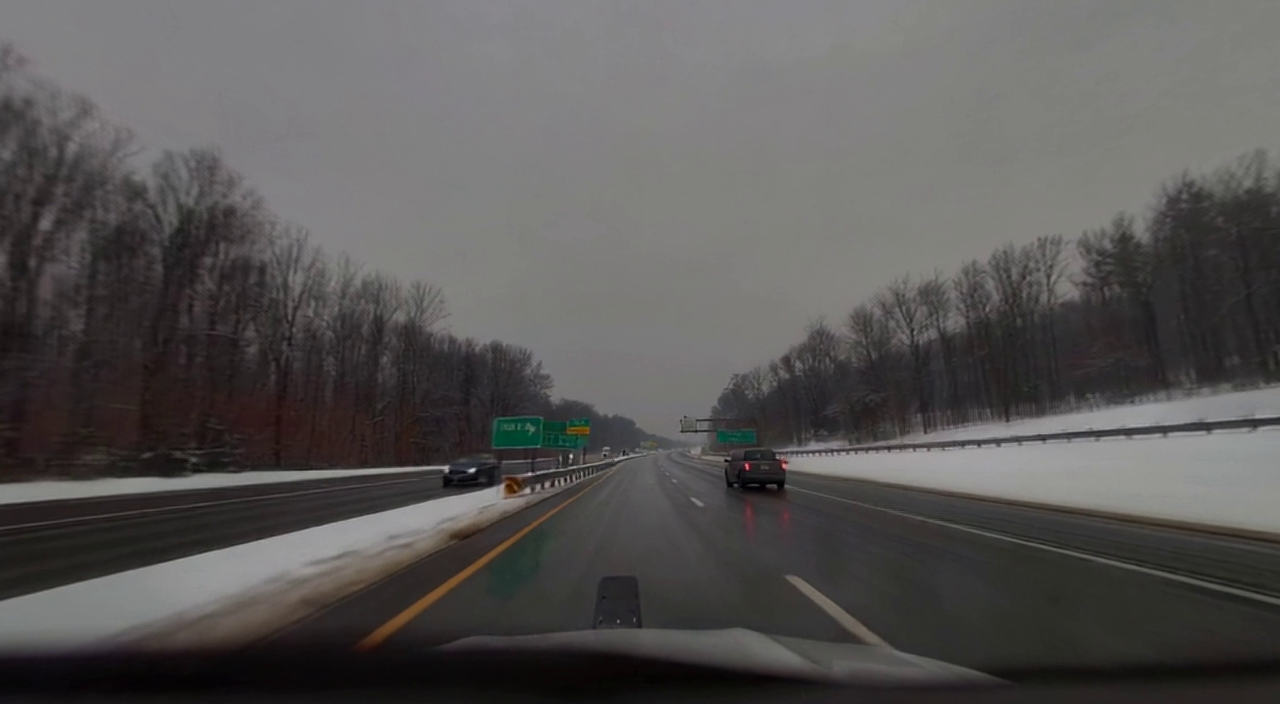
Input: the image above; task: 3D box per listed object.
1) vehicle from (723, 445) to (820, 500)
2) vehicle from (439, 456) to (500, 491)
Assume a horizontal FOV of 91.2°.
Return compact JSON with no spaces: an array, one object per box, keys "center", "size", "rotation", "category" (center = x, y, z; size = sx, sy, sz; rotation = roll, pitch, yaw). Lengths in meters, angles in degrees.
[{"center":[4.108,3.858,20.435],"size":[2.070,1.546,4.648],"rotation":[0,-9,-1],"category":"vehicle"},{"center":[-8.375,6.000,31.180],"size":[1.917,1.535,4.086],"rotation":[0,-9,0],"category":"vehicle"}]
